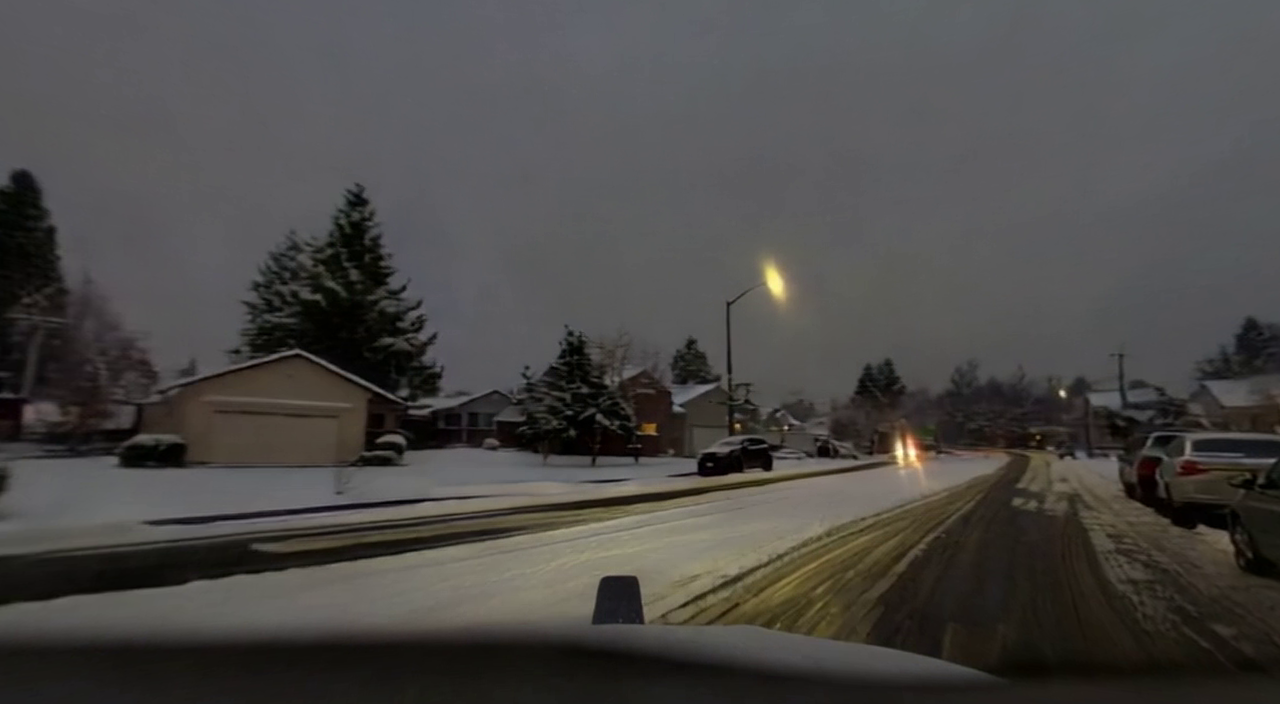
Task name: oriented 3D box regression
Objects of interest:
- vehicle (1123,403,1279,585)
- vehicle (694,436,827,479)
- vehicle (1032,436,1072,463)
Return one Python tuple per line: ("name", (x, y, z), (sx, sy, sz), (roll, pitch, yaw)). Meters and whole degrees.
("vehicle", (8.093, 1.732, 8.367), (2.154, 1.855, 4.689), (-5, -10, 32))
("vehicle", (4.623, 4.118, 24.778), (4.750, 1.559, 1.928), (0, -9, -2))
("vehicle", (30.435, 7.207, 46.813), (2.051, 1.925, 4.625), (-5, -10, 29))
